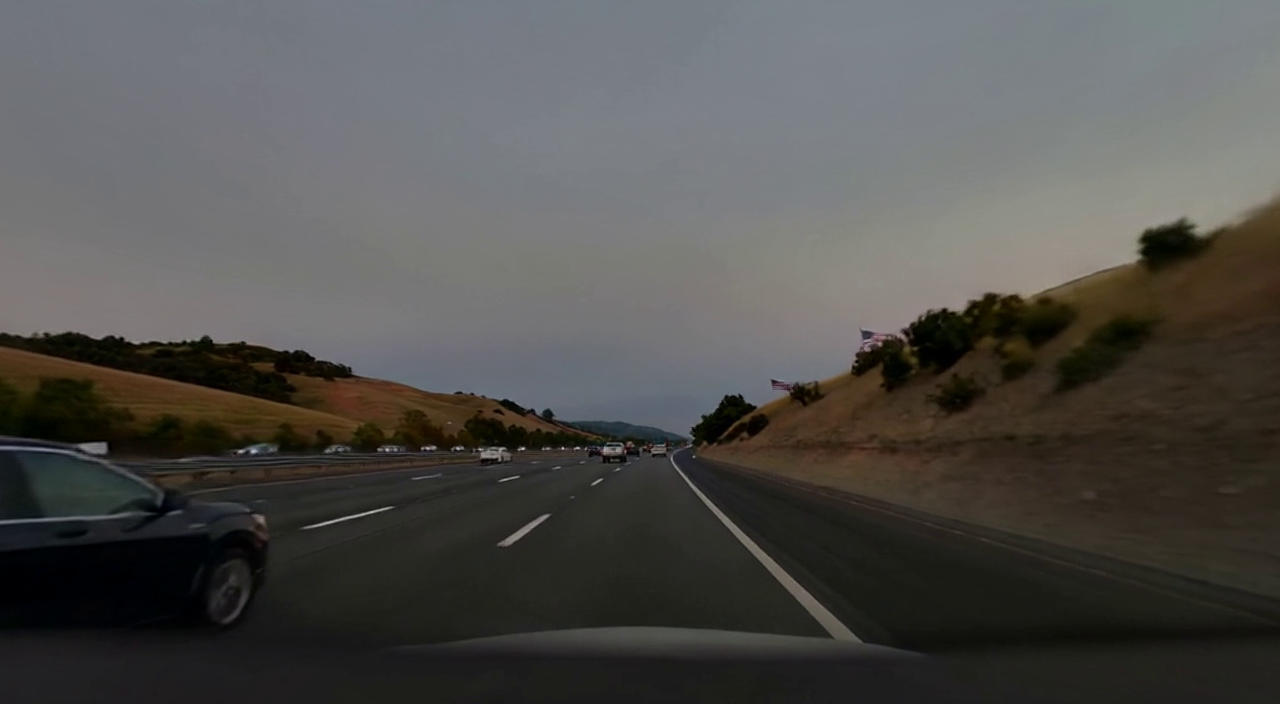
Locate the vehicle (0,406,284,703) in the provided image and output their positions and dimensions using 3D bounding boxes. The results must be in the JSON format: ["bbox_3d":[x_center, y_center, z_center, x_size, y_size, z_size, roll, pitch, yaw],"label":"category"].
[{"bbox_3d":[-3.525,0.949,2.359,1.896,1.491,4.146,0,-8,1],"label":"vehicle"}]

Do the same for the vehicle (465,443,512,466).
[{"bbox_3d":[-10.183,6.921,42.766,1.927,1.454,4.395,-1,-8,3],"label":"vehicle"}]
